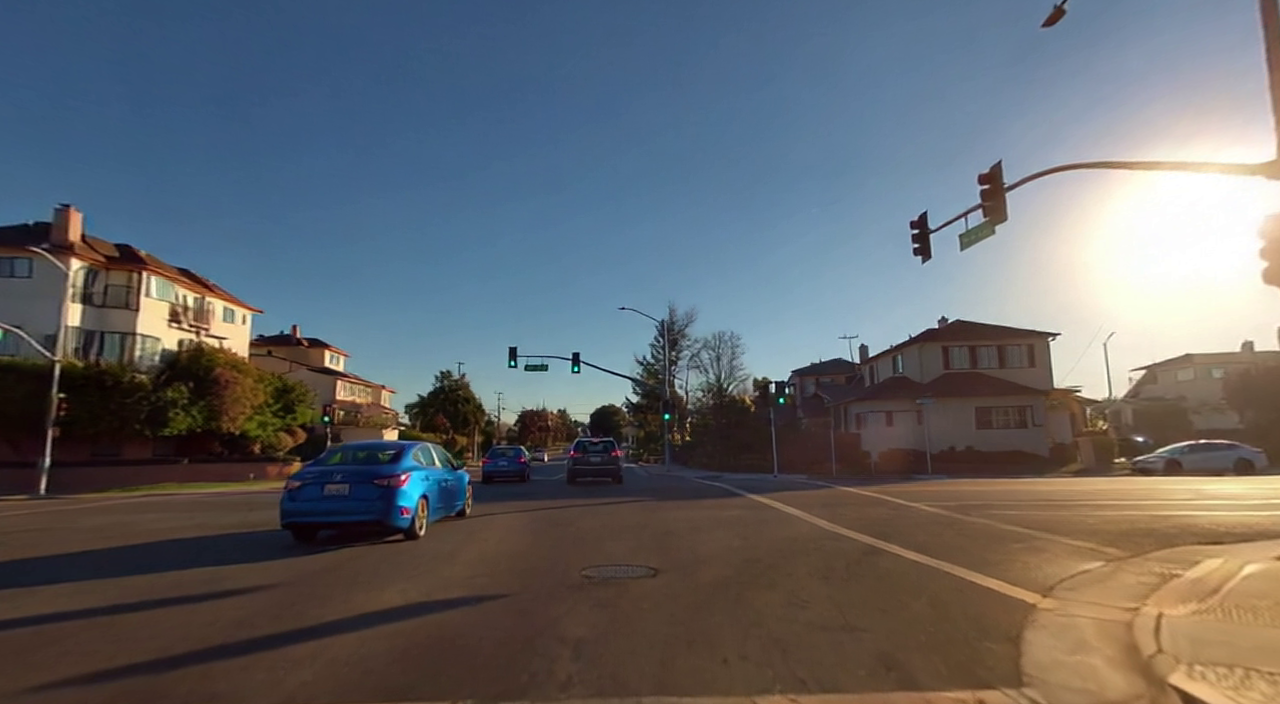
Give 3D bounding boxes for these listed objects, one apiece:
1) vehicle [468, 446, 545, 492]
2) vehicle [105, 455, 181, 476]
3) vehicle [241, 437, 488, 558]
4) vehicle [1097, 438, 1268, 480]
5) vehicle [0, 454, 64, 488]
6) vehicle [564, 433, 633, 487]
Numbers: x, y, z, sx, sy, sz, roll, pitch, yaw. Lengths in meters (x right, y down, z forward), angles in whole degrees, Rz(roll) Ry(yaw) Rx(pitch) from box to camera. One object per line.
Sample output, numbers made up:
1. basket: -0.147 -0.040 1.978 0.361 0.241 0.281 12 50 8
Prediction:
1. vehicle: -4.655 4.099 22.658 1.934 1.459 4.368 0 -8 -2
2. vehicle: -37.310 8.518 47.565 1.703 1.466 4.296 -2 -9 10
3. vehicle: -4.017 2.176 10.323 1.977 1.488 4.741 0 -8 -1
4. vehicle: 20.081 3.974 23.611 4.353 1.431 1.876 -2 -9 11
5. vehicle: -33.085 6.217 33.304 2.113 1.603 4.222 2 -9 -13
6. vehicle: -1.581 4.118 24.430 2.396 1.881 4.606 0 -8 -3
